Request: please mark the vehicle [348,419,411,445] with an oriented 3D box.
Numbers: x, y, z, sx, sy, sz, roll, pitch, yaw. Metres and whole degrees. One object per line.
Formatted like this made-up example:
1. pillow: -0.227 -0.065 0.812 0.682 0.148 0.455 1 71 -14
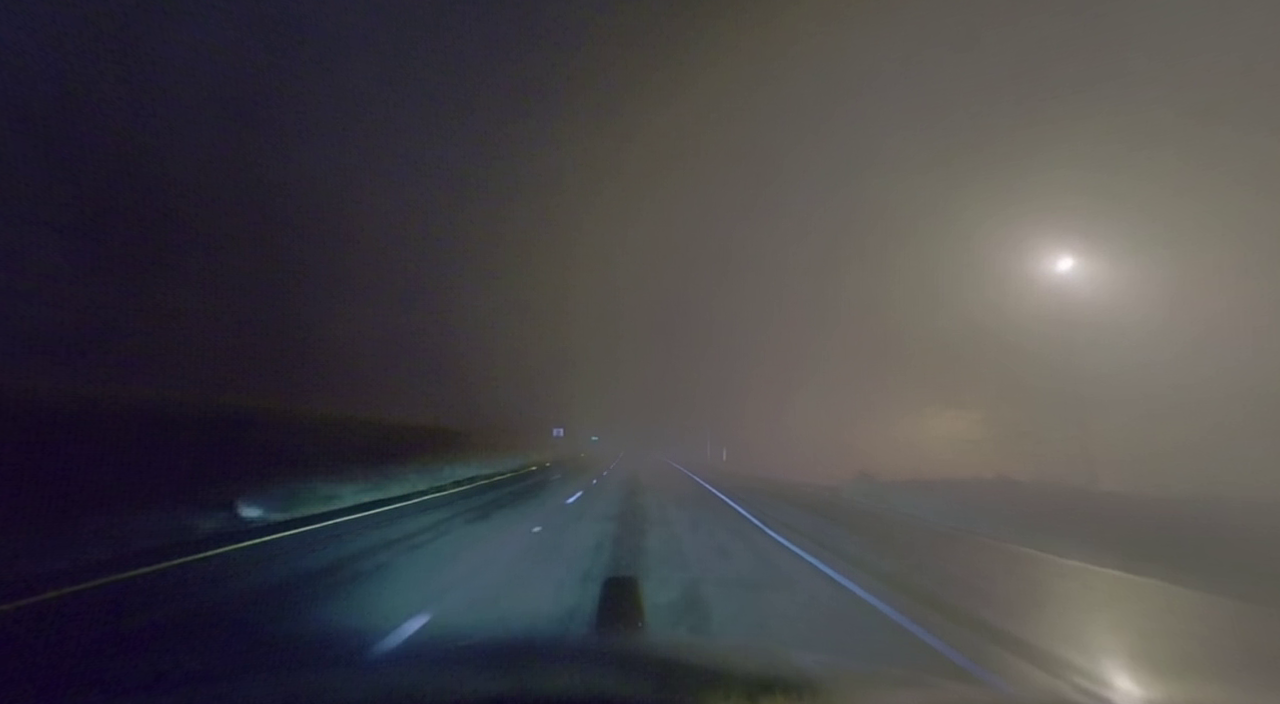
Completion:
1. vehicle: -18.204 5.696 44.164 2.039 1.677 5.323 0 -9 1
